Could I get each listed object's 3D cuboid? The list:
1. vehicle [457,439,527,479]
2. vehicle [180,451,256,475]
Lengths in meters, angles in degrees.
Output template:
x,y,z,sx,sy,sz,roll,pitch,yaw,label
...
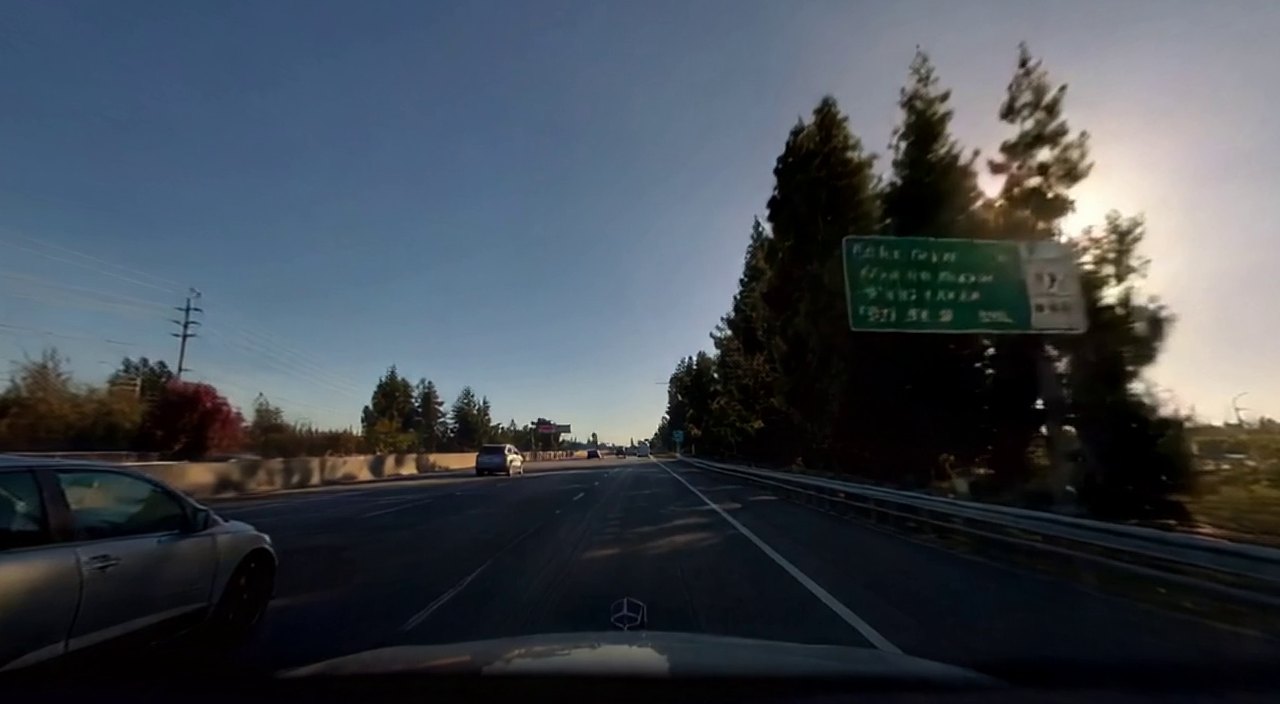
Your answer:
x,y,z,sx,sy,sz,roll,pitch,yaw,label
-6.893,5.029,29.893,2.055,1.683,4.804,0,-9,1,vehicle
-28.501,7.487,42.727,1.881,1.524,4.579,0,-9,1,vehicle
